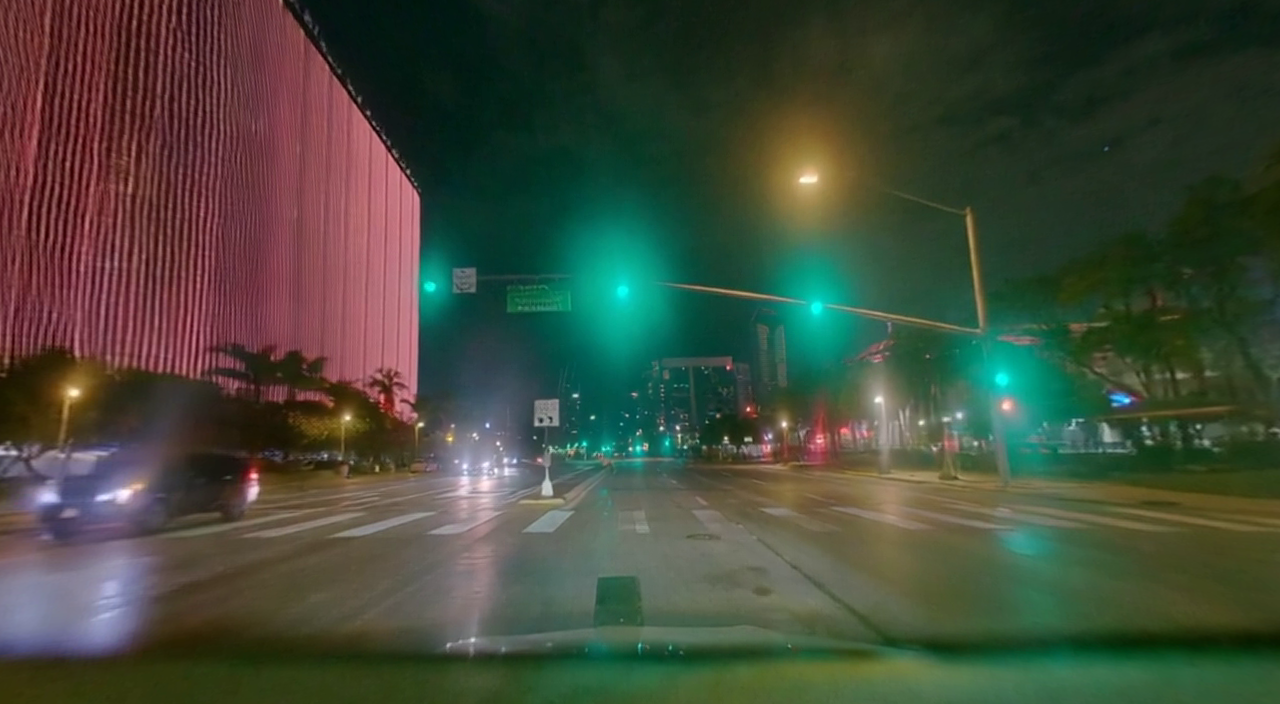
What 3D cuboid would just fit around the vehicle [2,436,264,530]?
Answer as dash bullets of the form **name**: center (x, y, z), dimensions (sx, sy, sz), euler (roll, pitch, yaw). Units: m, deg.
- **vehicle**: center (-12.860, 3.314, 16.767), dimensions (2.268, 2.016, 5.632), euler (0, -9, 0)
